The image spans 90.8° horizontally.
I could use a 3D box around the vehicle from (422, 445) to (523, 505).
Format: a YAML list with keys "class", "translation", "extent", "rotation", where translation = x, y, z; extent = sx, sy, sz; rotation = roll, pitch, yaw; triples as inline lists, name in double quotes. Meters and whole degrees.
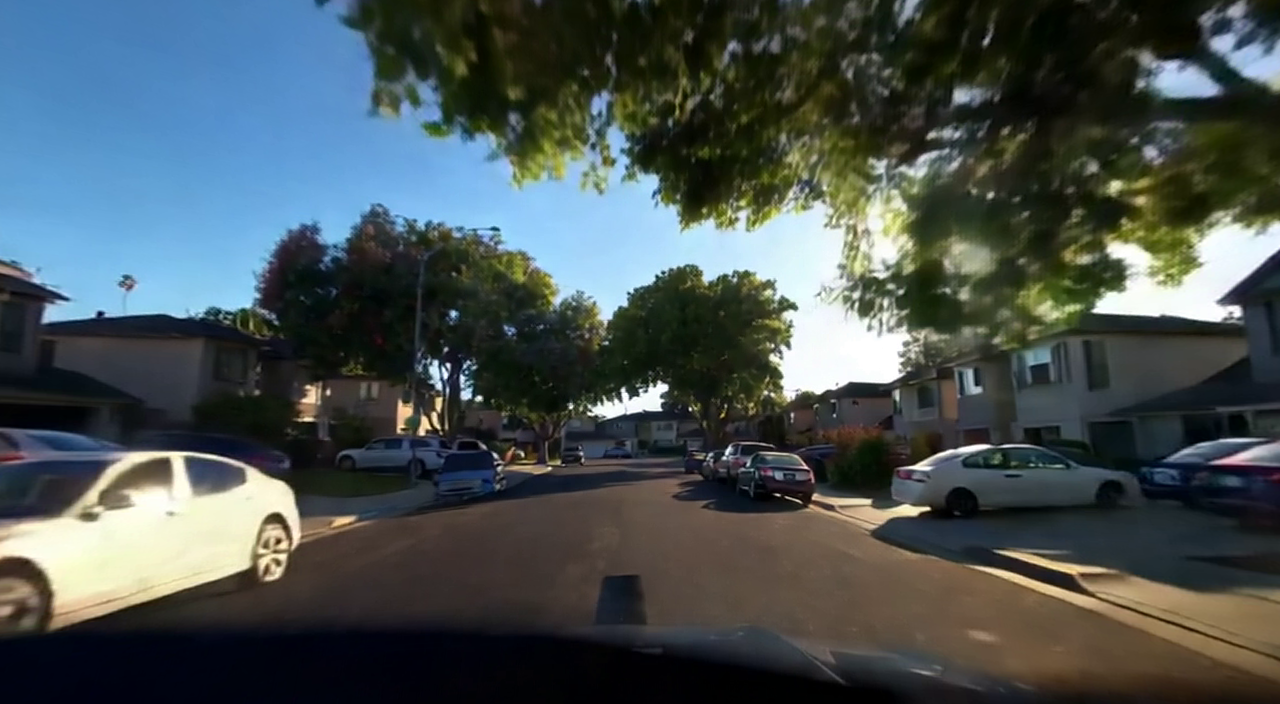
- class: "vehicle"
  translation: [-4.987, 3.692, 19.445]
  extent: [1.943, 1.602, 4.172]
  rotation: [0, -8, 0]

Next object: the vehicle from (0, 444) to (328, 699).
- class: "vehicle"
  translation: [-4.732, 1.458, 4.958]
  extent: [2.189, 1.421, 4.659]
  rotation: [0, -8, 0]

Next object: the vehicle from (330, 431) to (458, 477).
- class: "vehicle"
  translation: [-10.557, 4.415, 27.476]
  extent: [4.641, 1.844, 2.243]
  rotation: [1, -8, -5]

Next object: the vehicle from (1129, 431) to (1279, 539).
- class: "vehicle"
  translation: [10.817, 1.954, 9.736]
  extent: [4.783, 1.469, 2.007]
  rotation: [-1, -7, 2]

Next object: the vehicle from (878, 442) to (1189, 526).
- class: "vehicle"
  translation: [7.499, 2.535, 12.467]
  extent: [4.818, 1.502, 1.867]
  rotation: [0, -8, 2]

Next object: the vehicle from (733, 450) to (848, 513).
- class: "vehicle"
  translation: [4.034, 3.551, 17.900]
  extent: [2.042, 1.456, 4.903]
  rotation: [0, -8, 0]
